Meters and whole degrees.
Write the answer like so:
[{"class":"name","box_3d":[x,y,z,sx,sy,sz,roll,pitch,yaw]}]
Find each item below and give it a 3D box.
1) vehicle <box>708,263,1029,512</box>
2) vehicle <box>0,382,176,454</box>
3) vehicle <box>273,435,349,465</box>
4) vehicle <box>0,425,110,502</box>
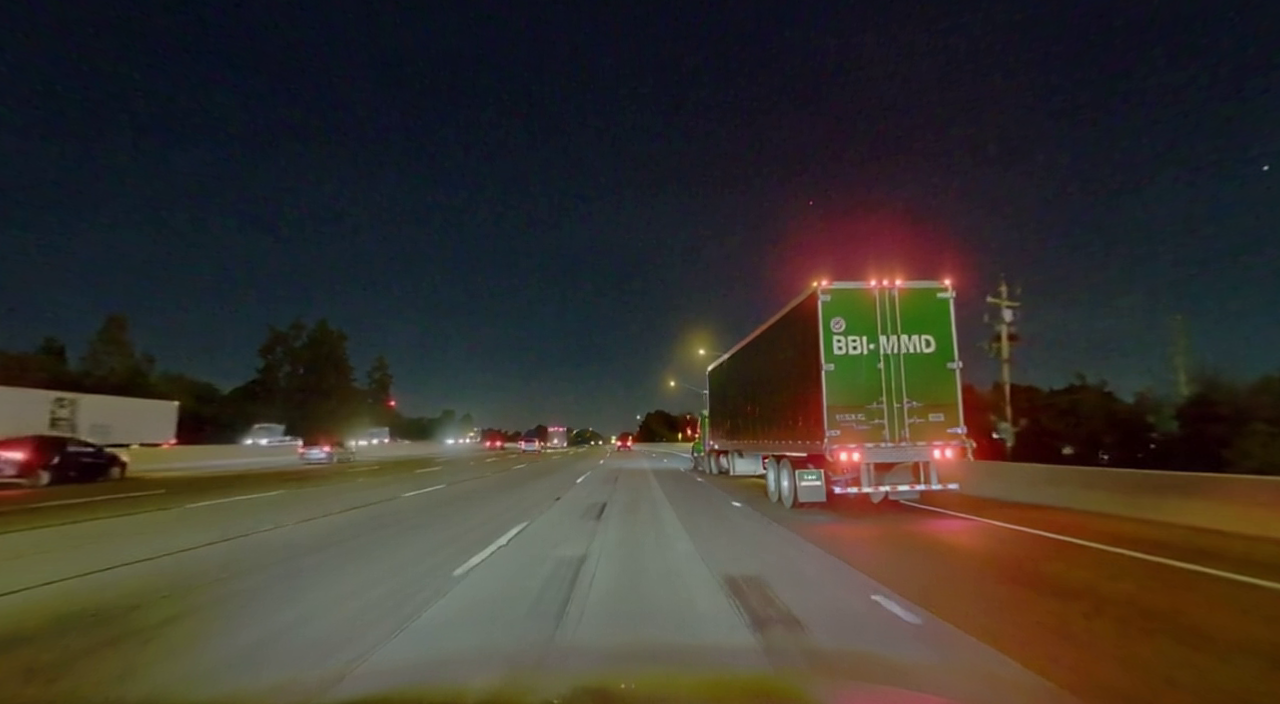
[{"class":"vehicle","box_3d":[4.357,1.609,17.442,2.891,3.944,15.051,0,-8,-2]},{"class":"vehicle","box_3d":[-38.659,4.700,42.474,2.924,4.077,16.538,0,-8,-2]},{"class":"vehicle","box_3d":[-18.437,5.514,35.660,1.913,1.540,4.540,0,-8,-1]},{"class":"vehicle","box_3d":[-14.720,2.400,13.578,1.970,1.618,5.364,0,-8,0]}]
